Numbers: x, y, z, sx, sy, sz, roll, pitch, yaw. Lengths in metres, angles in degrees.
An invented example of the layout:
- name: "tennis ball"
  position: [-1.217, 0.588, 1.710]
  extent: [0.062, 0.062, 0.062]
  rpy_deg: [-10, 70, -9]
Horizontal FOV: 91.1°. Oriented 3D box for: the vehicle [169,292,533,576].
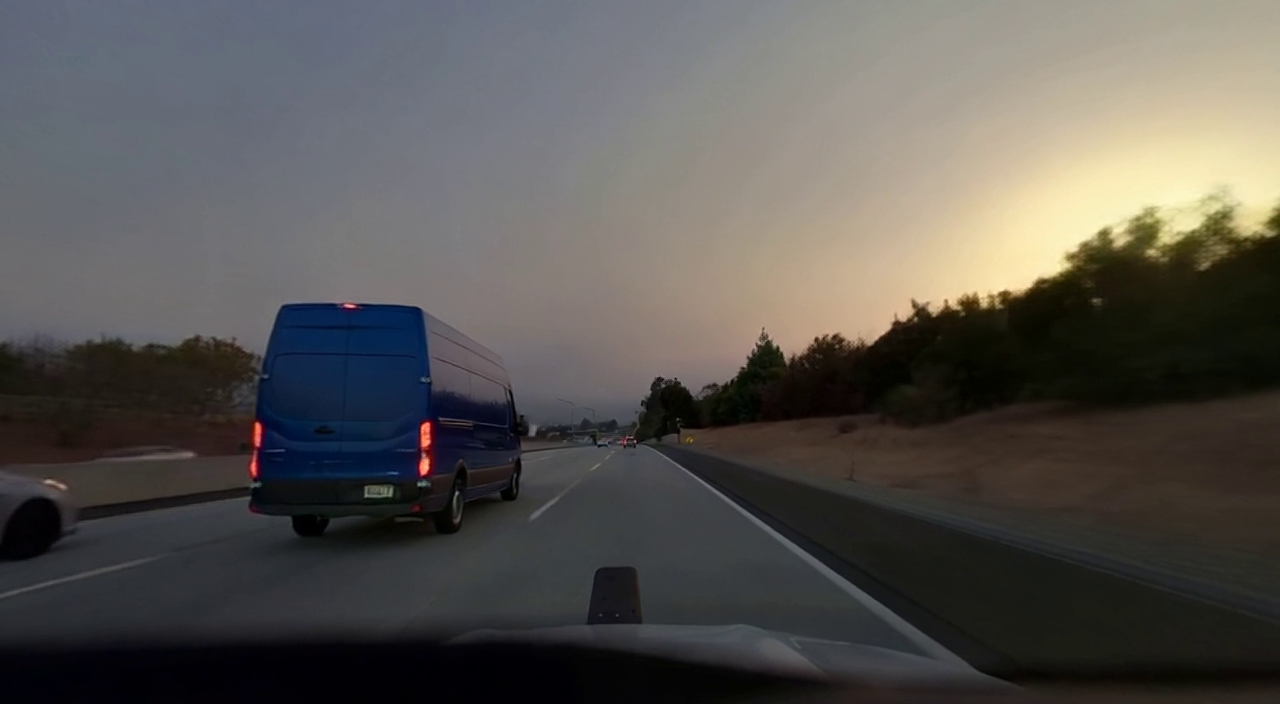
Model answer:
- name: "vehicle"
  position: [-3.432, 1.258, 9.880]
  extent: [2.428, 2.782, 7.330]
  rpy_deg: [0, -8, -2]
